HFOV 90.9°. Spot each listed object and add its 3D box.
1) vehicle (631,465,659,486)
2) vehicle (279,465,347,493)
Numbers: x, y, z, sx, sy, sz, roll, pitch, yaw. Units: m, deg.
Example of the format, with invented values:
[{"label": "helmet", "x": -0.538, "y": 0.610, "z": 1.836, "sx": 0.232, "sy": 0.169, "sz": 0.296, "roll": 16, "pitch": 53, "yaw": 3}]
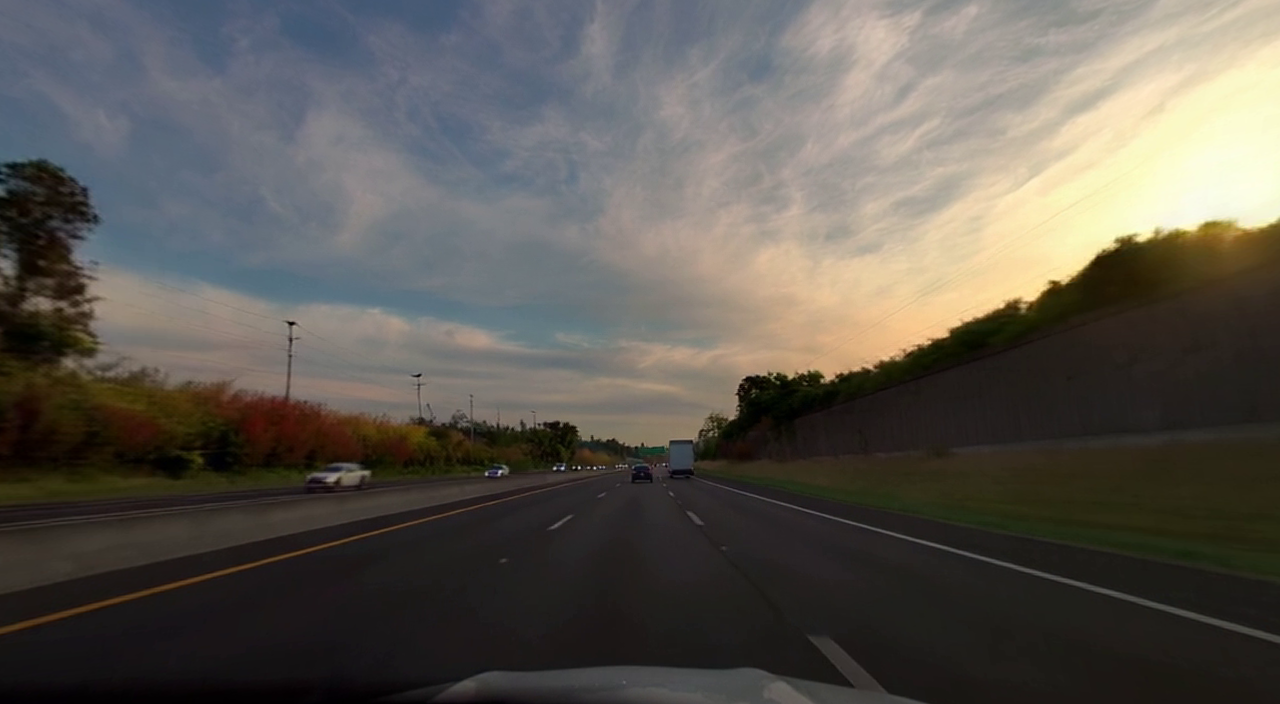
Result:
[{"label": "vehicle", "x": 0.360, "y": 9.238, "z": 47.193, "sx": 2.015, "sy": 1.478, "sz": 3.920, "roll": 0, "pitch": -10, "yaw": 0}, {"label": "vehicle", "x": -18.825, "y": 7.303, "z": 36.464, "sx": 1.851, "sy": 1.518, "sz": 3.629, "roll": 0, "pitch": -10, "yaw": 1}]
